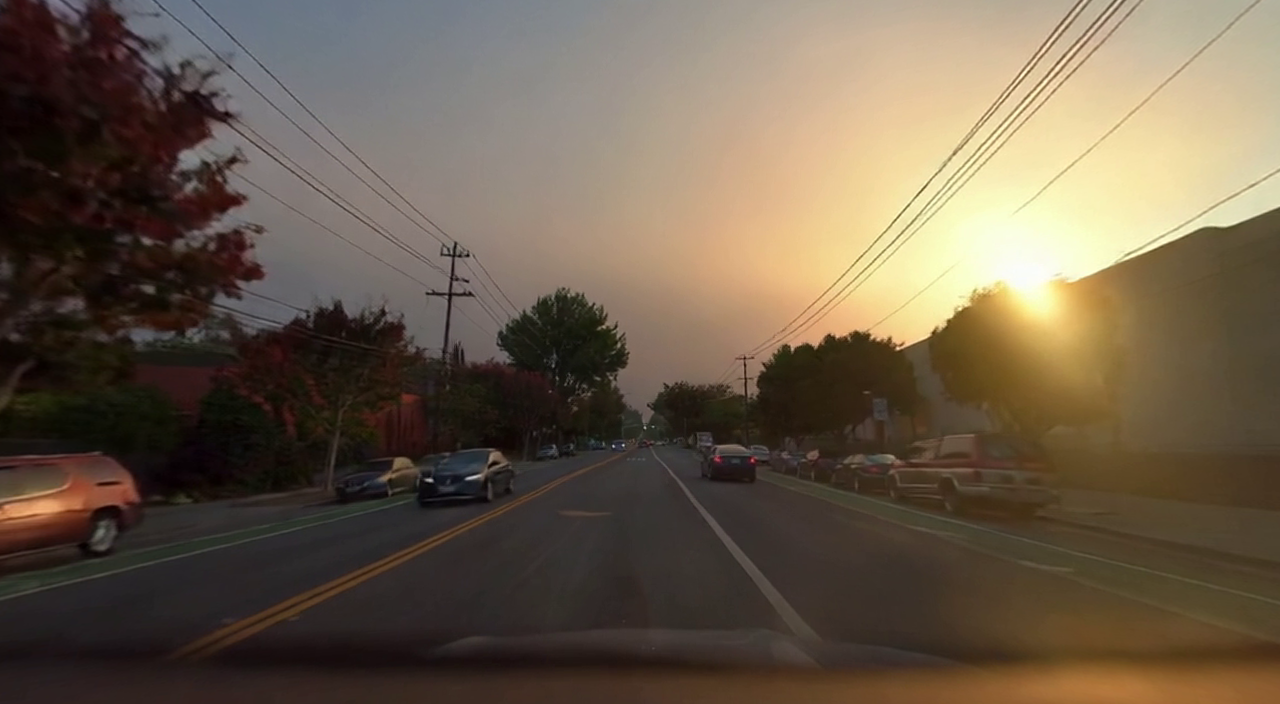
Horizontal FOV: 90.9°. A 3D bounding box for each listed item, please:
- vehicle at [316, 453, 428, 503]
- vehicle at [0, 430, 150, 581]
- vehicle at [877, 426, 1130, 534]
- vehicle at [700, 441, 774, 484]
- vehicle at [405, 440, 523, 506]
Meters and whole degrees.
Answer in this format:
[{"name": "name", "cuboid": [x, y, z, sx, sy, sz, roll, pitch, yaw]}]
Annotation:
[{"name": "vehicle", "cuboid": [-9.298, 4.372, 22.332, 1.944, 1.524, 4.404, 0, -8, 2]}, {"name": "vehicle", "cuboid": [-9.495, 2.129, 8.644, 1.981, 1.975, 4.534, -3, -8, -1]}, {"name": "vehicle", "cuboid": [7.741, 2.766, 14.522, 2.250, 1.935, 6.052, 0, -8, 0]}, {"name": "vehicle", "cuboid": [3.632, 4.259, 24.610, 2.059, 1.489, 4.629, 0, -8, -1]}, {"name": "vehicle", "cuboid": [-4.717, 3.280, 17.598, 2.010, 1.588, 4.186, 0, -8, 1]}]
